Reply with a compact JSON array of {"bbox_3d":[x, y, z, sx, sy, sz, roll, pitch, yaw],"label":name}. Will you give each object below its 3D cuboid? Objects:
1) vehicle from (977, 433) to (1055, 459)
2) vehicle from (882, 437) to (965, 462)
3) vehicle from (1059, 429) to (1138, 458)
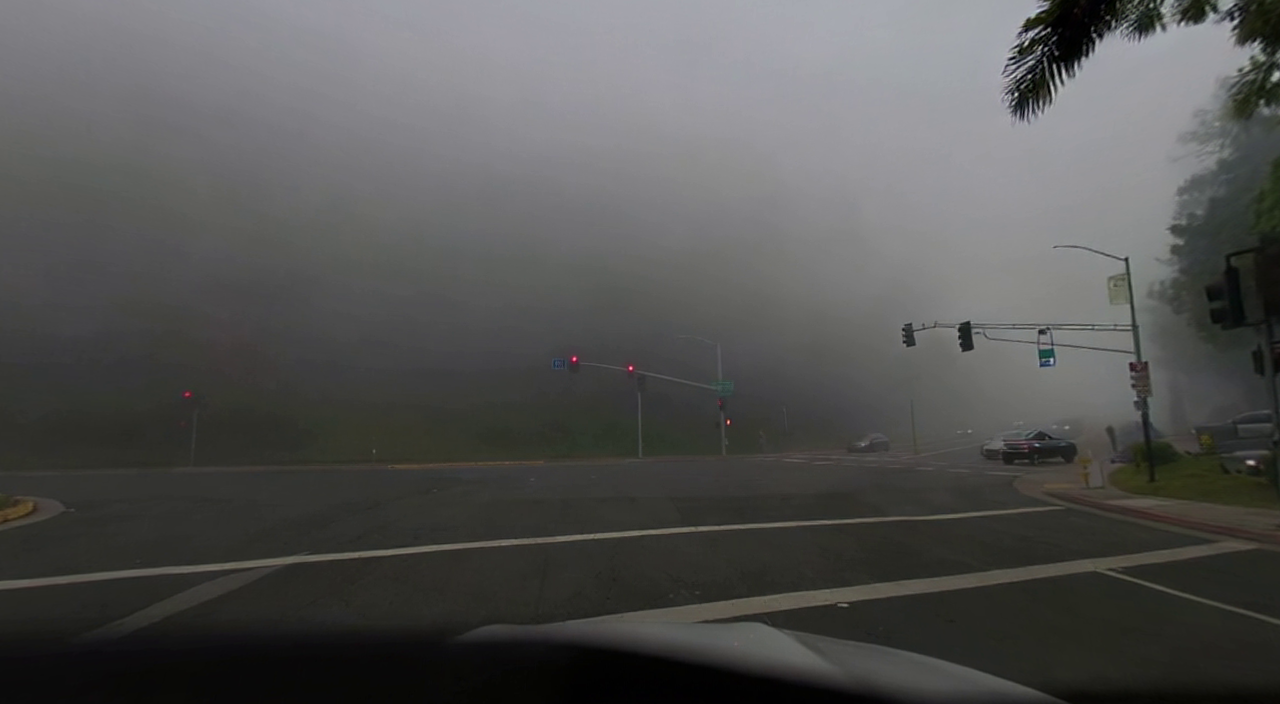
[{"bbox_3d":[26.949,6.734,45.268,5.032,1.828,2.183,4,-9,-24],"label":"vehicle"},{"bbox_3d":[18.691,6.431,41.619,5.234,1.549,1.982,4,-9,-24],"label":"vehicle"},{"bbox_3d":[36.115,7.205,49.712,6.148,2.119,2.473,4,-10,-28],"label":"vehicle"}]
